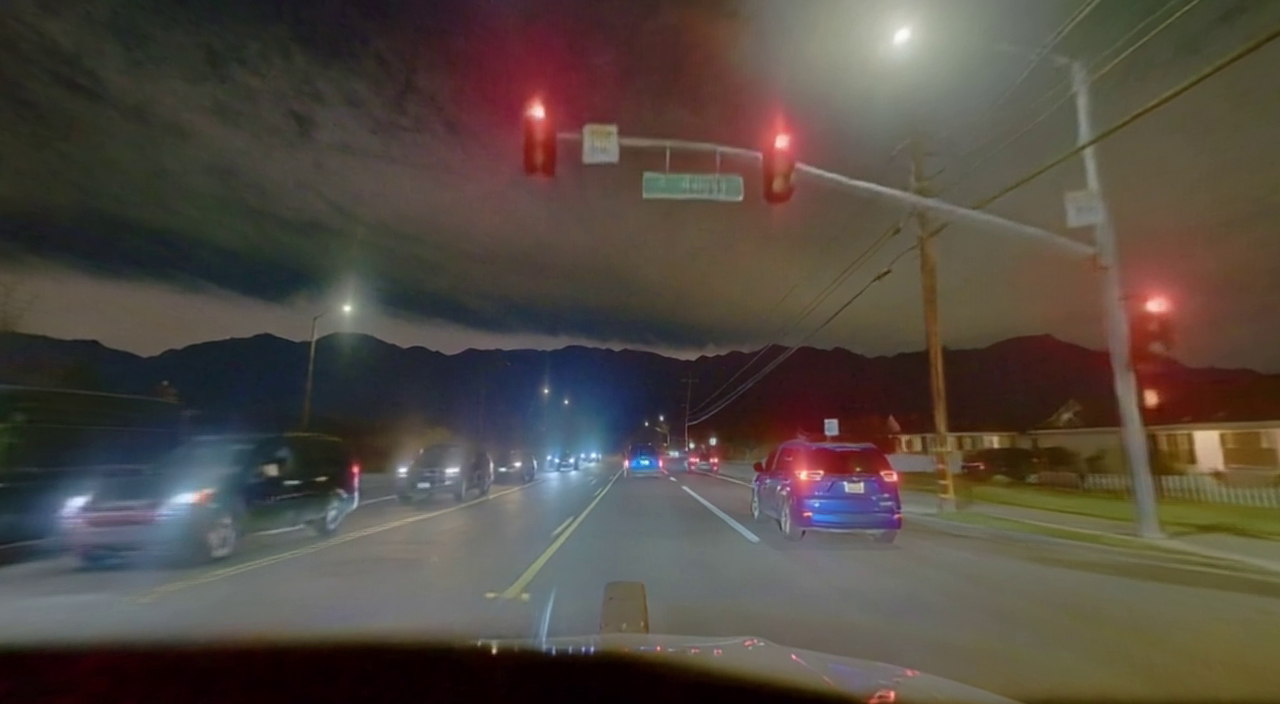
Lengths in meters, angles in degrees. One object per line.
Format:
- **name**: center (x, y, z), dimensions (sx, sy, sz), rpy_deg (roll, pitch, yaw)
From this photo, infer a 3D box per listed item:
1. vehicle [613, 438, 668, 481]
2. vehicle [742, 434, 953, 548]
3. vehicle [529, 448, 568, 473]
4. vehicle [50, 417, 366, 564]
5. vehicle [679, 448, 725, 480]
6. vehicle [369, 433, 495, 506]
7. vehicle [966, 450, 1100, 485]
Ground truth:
- **vehicle**: center (-0.007, 5.482, 32.375), dimensions (2.636, 2.011, 5.130), rpy_deg (0, -8, -1)
- **vehicle**: center (3.454, 2.404, 11.718), dimensions (2.155, 1.658, 4.721), rpy_deg (0, -9, -2)
- **vehicle**: center (-6.408, 7.660, 44.690), dimensions (2.095, 1.695, 4.431), rpy_deg (0, -9, 0)
- **vehicle**: center (-6.347, 2.055, 10.105), dimensions (1.983, 1.801, 4.391), rpy_deg (0, -8, -1)
- **vehicle**: center (3.327, 6.099, 34.700), dimensions (1.957, 1.646, 4.355), rpy_deg (0, -9, -1)
- **vehicle**: center (-6.142, 3.523, 19.472), dimensions (1.993, 1.884, 5.481), rpy_deg (0, -9, 0)
- **vehicle**: center (17.373, 5.100, 28.040), dimensions (4.656, 1.461, 1.955), rpy_deg (0, -9, 0)
